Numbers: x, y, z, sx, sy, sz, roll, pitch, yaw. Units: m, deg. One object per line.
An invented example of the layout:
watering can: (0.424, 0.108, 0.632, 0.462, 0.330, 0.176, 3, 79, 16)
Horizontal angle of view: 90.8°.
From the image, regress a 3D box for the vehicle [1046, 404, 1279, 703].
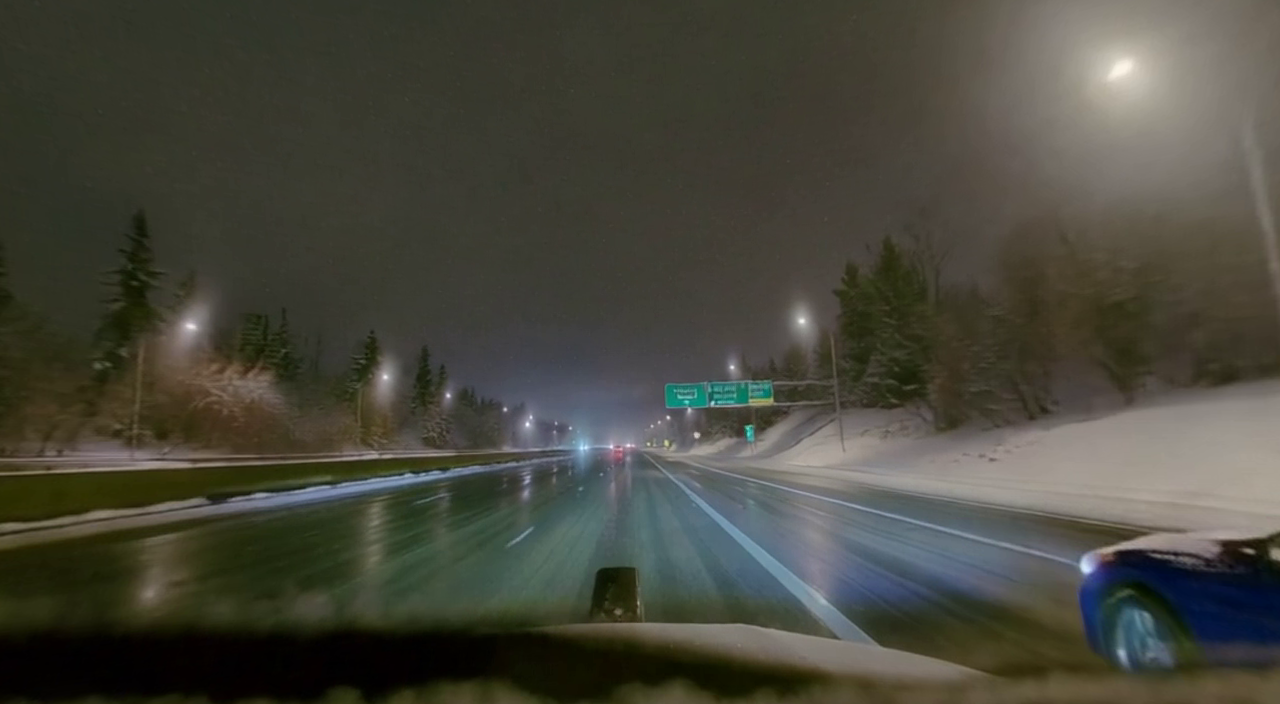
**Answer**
vehicle: (3.359, 0.775, 1.252, 1.989, 1.479, 4.670, 0, -9, 0)
